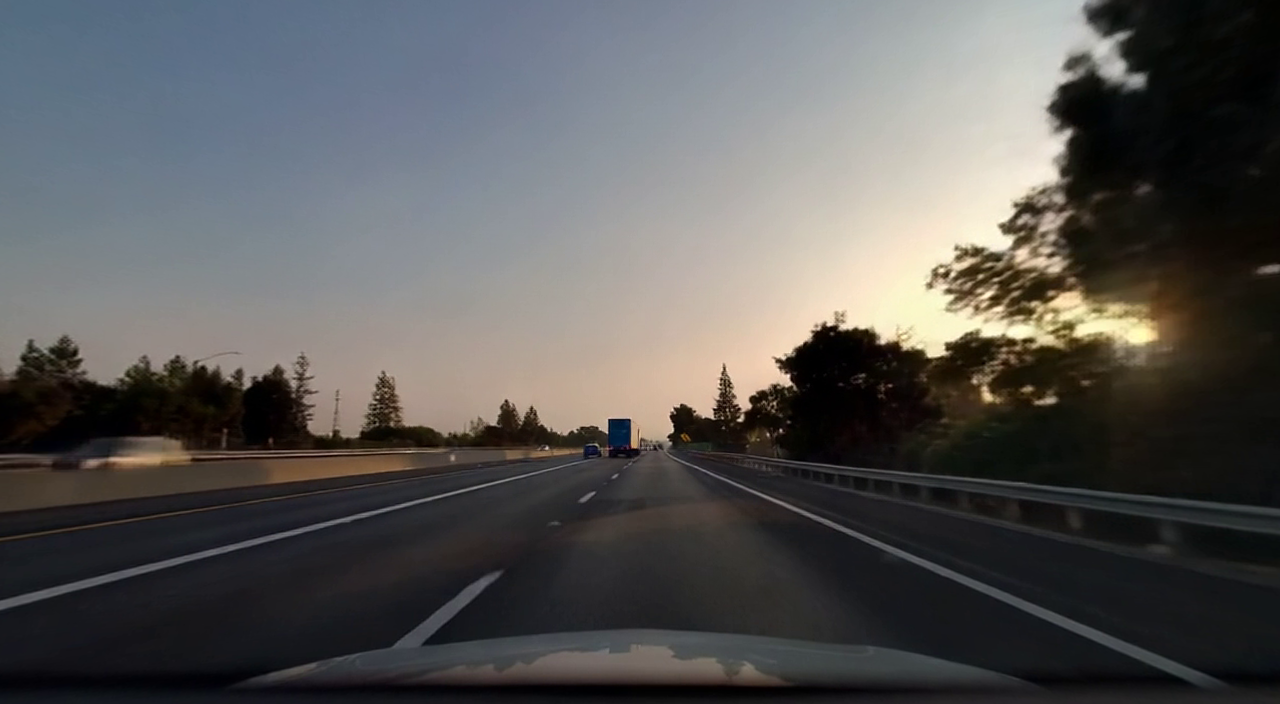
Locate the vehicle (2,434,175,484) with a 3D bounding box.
[{"bbox_3d":[-19.619,3.810,22.784,1.918,1.593,4.638,0,-8,2],"label":"vehicle"}]
